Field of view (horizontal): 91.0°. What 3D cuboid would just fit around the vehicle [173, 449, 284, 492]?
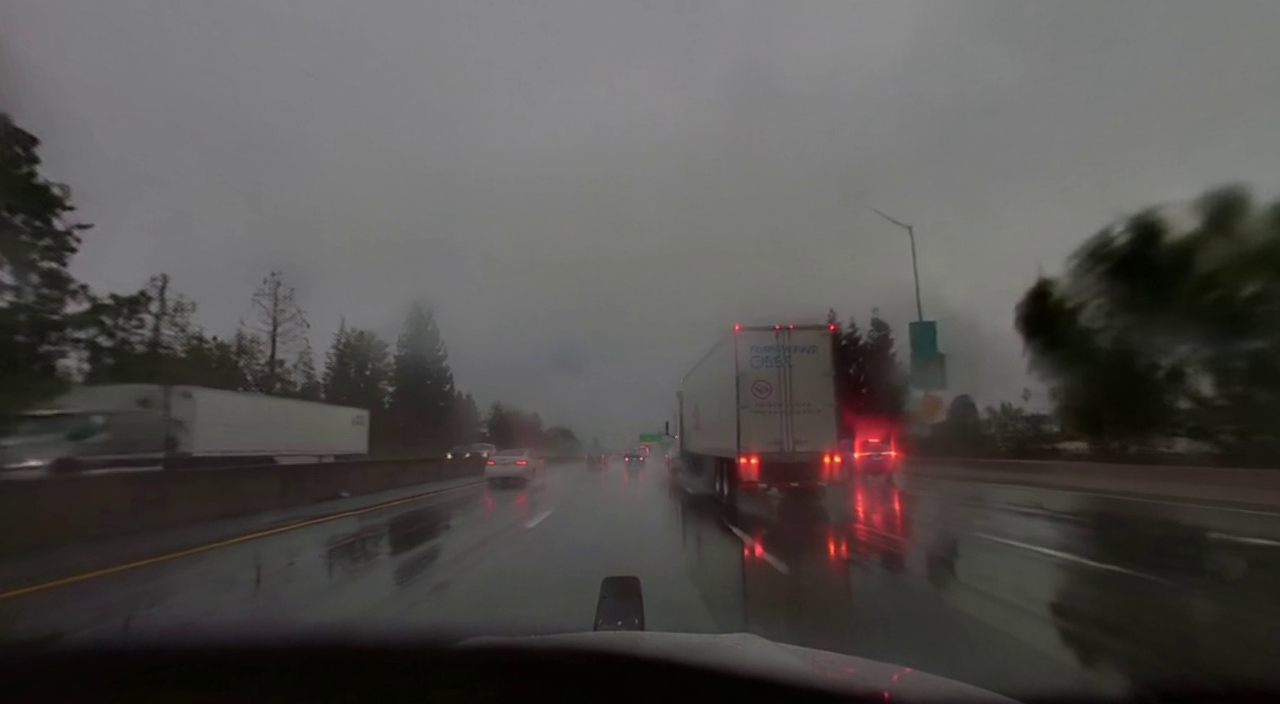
[{"bbox_3d":[-14.839,4.259,22.921,1.596,1.364,3.442,0,-8,2],"label":"vehicle"}]

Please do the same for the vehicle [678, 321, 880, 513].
[{"bbox_3d":[3.437,2.539,21.517,2.907,4.109,16.177,0,-8,-1],"label":"vehicle"}]

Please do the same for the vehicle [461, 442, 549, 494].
[{"bbox_3d":[-4.261,3.700,20.499,1.968,1.507,3.829,0,-8,1],"label":"vehicle"}]

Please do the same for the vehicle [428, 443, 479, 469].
[{"bbox_3d":[-11.387,6.360,38.700,1.890,1.546,3.774,0,-8,2],"label":"vehicle"}]

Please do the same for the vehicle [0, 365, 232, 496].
[{"bbox_3d":[-18.667,2.836,22.154,3.017,3.721,8.231,0,-8,0],"label":"vehicle"}]

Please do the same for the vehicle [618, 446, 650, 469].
[{"bbox_3d":[-0.353,7.176,42.899,2.047,1.485,3.938,0,-8,1],"label":"vehicle"}]
